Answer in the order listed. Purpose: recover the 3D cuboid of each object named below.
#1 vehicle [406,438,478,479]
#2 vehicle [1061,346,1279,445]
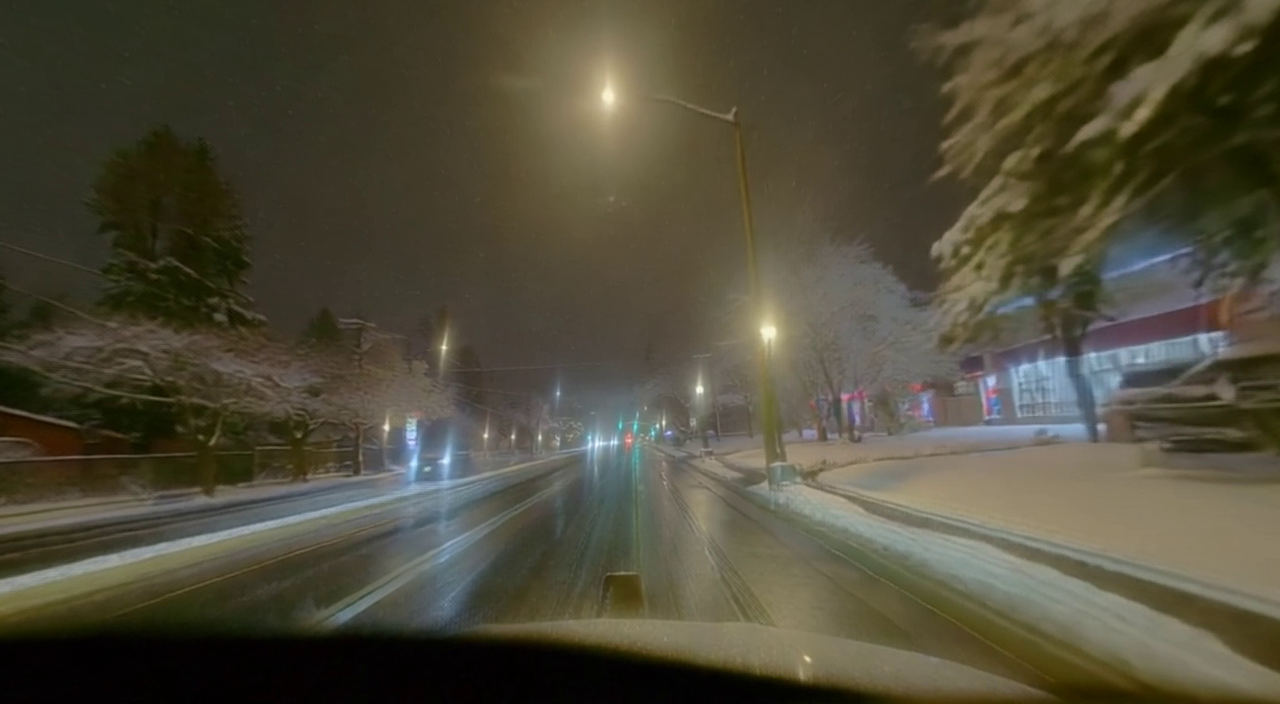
[{"bbox_3d":[-9.296,5.003,30.073,2.050,1.721,4.369,0,-7,-1],"label":"vehicle"},{"bbox_3d":[12.635,1.097,14.107,1.939,1.753,4.974,3,-11,-23],"label":"vehicle"}]
